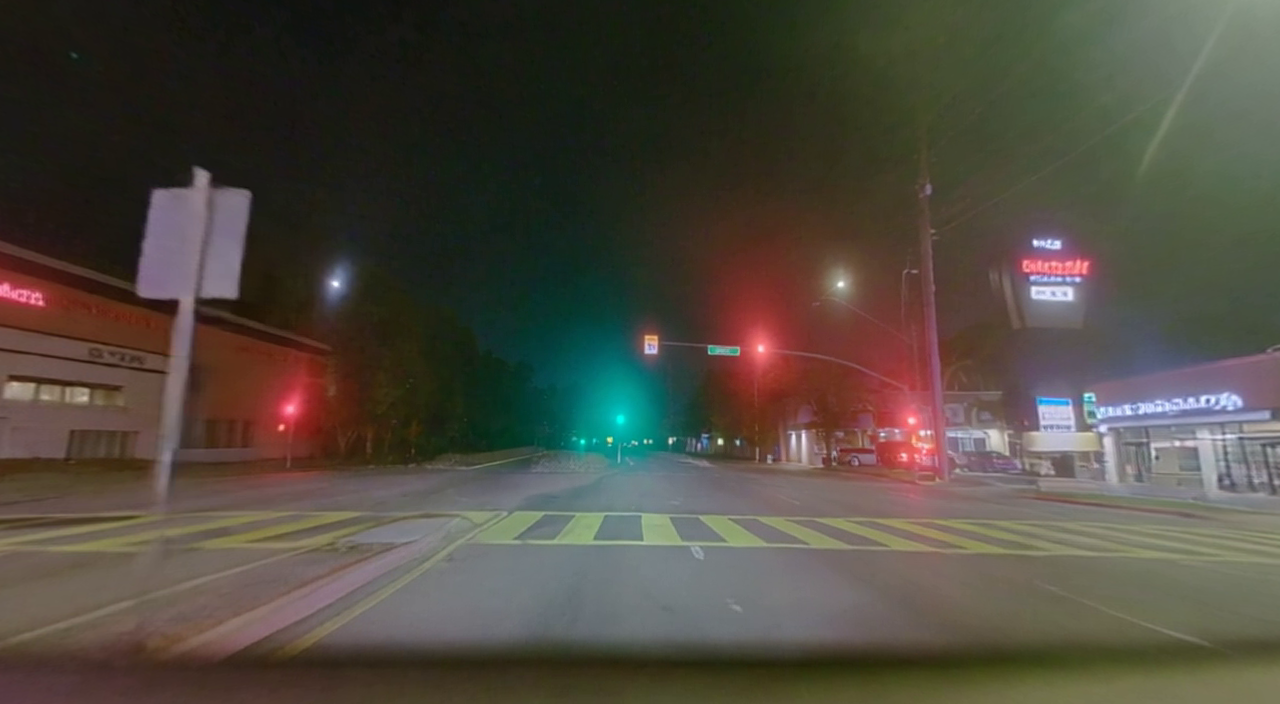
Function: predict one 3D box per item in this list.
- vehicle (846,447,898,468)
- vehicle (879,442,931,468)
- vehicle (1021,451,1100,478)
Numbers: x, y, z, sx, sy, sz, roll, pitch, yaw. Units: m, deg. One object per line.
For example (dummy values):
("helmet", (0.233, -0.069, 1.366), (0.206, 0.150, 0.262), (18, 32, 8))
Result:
("vehicle", (18.023, 8.201, 49.286), (2.073, 1.519, 4.429), (1, -8, -5))
("vehicle", (20.491, 7.988, 49.059), (2.087, 1.868, 4.004), (1, -8, -3))
("vehicle", (26.764, 7.145, 40.417), (1.929, 1.613, 4.530), (0, -8, 0))
